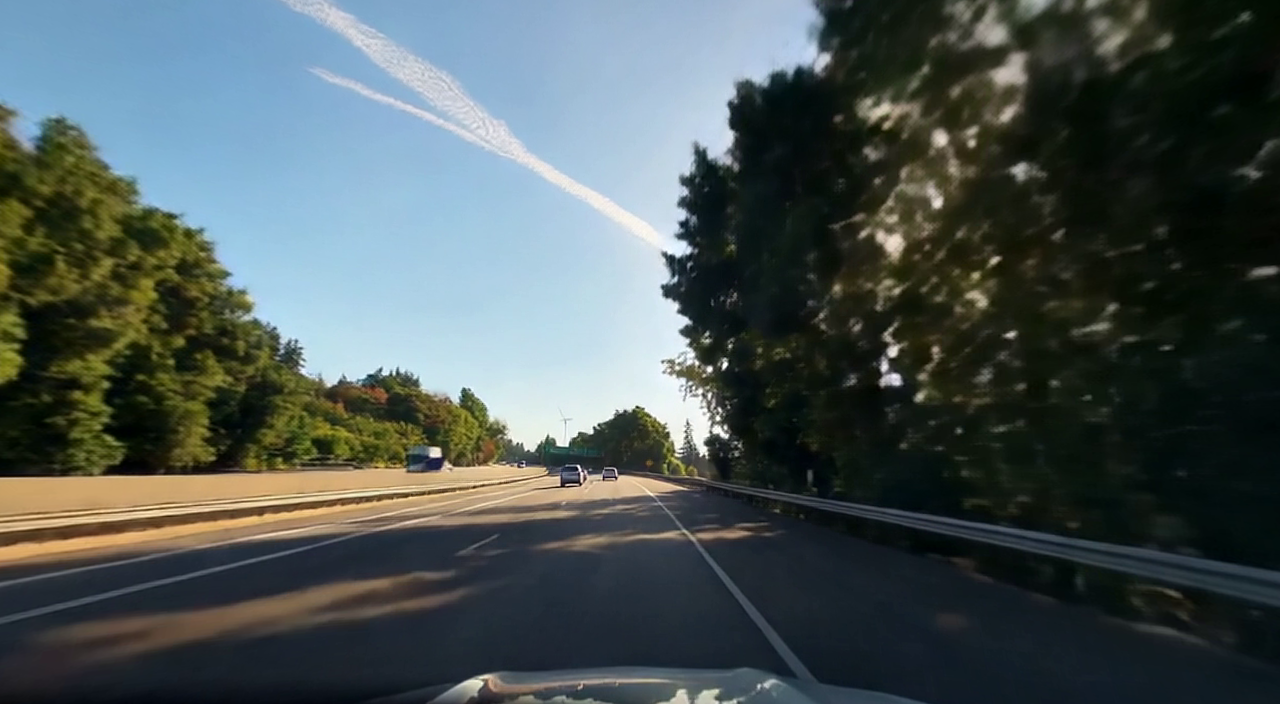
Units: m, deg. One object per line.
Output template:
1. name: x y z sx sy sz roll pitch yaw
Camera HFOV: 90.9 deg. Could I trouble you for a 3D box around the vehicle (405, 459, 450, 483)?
1. vehicle: -14.767 8.321 44.003 1.805 1.522 3.979 1 -11 -1
